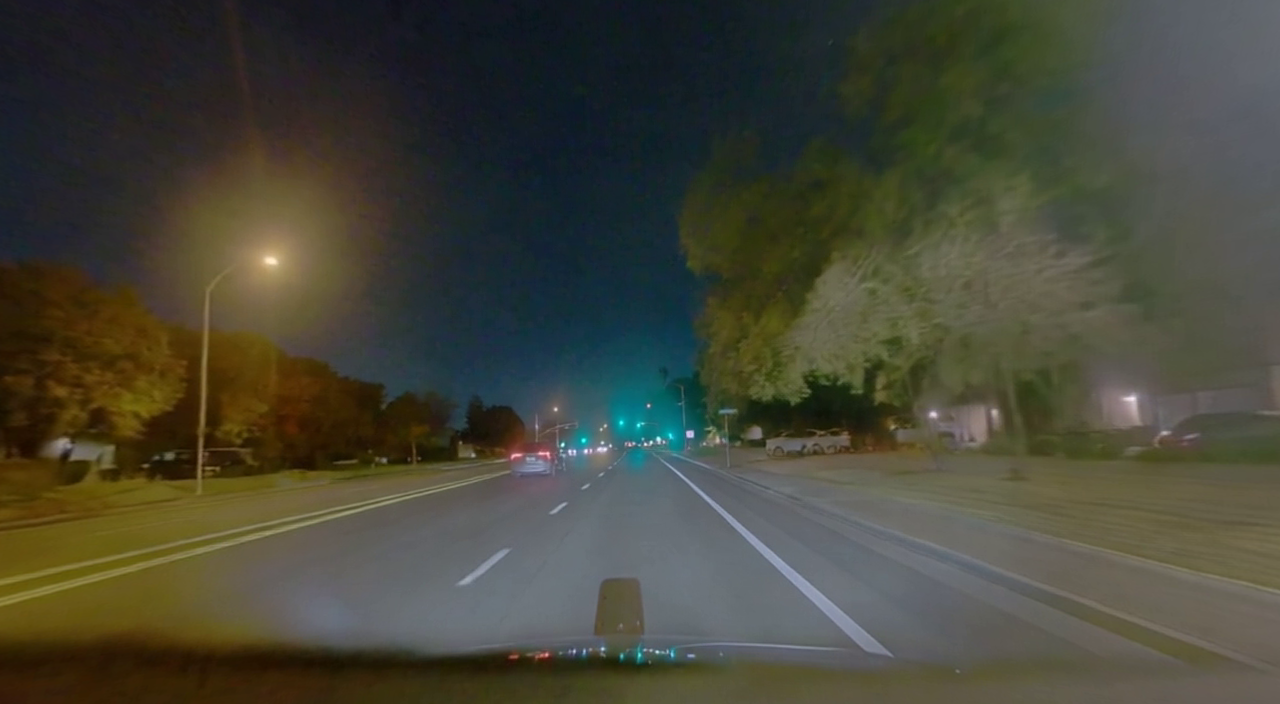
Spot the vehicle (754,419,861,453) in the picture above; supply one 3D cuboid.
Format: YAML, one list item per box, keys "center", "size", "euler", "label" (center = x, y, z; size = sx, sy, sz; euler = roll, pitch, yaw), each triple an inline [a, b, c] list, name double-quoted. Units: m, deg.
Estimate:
- center: [10.479, 5.324, 39.996]
  size: [6.098, 2.021, 2.524]
  euler: [0, -8, 1]
  label: "vehicle"

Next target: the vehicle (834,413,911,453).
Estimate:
- center: [10.747, 3.835, 29.610]
  size: [1.908, 1.703, 4.511]
  euler: [1, -9, 1]
  label: "vehicle"

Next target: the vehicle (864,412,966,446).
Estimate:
- center: [15.739, 4.445, 36.365]
  size: [4.858, 1.831, 2.101]
  euler: [1, -9, -2]
  label: "vehicle"

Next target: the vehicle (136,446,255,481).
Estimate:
- center: [-24.273, 6.089, 34.651]
  size: [4.922, 1.766, 1.998]
  euler: [0, -8, -4]
  label: "vehicle"

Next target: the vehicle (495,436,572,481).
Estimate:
- center: [-3.750, 3.845, 23.044]
  size: [2.030, 1.467, 4.251]
  euler: [0, -8, 0]
  label: "vehicle"

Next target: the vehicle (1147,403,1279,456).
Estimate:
- center: [20.030, 2.512, 20.932]
  size: [4.605, 1.480, 1.994]
  euler: [-3, -7, 1]
  label: "vehicle"
